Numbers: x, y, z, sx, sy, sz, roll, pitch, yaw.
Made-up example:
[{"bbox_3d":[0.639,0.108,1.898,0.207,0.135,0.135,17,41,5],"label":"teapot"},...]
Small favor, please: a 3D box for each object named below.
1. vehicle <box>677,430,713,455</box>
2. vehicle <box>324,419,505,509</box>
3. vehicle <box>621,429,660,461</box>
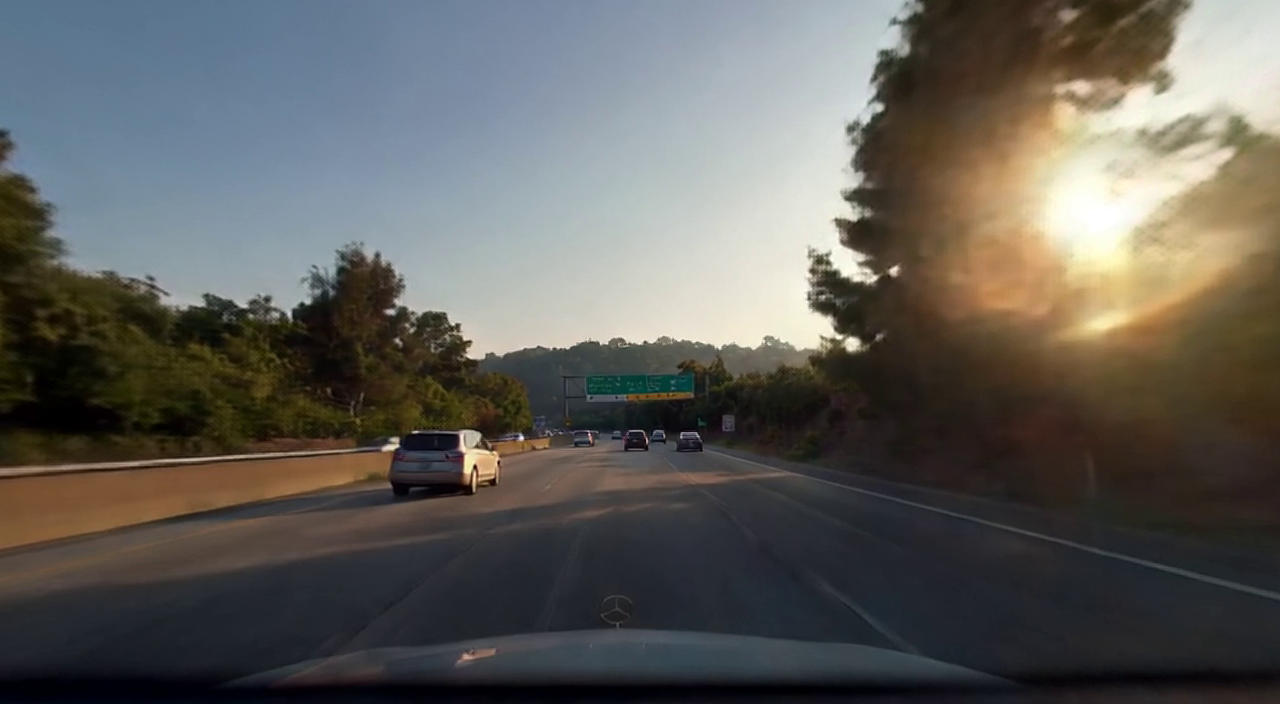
[{"bbox_3d":[3.541,5.899,41.258,1.841,1.491,3.869,0,-8,-2],"label":"vehicle"},{"bbox_3d":[-4.323,2.210,13.085,2.023,1.512,4.804,0,-8,-1],"label":"vehicle"},{"bbox_3d":[0.034,4.652,31.701,1.869,1.466,3.356,0,-8,1],"label":"vehicle"}]
